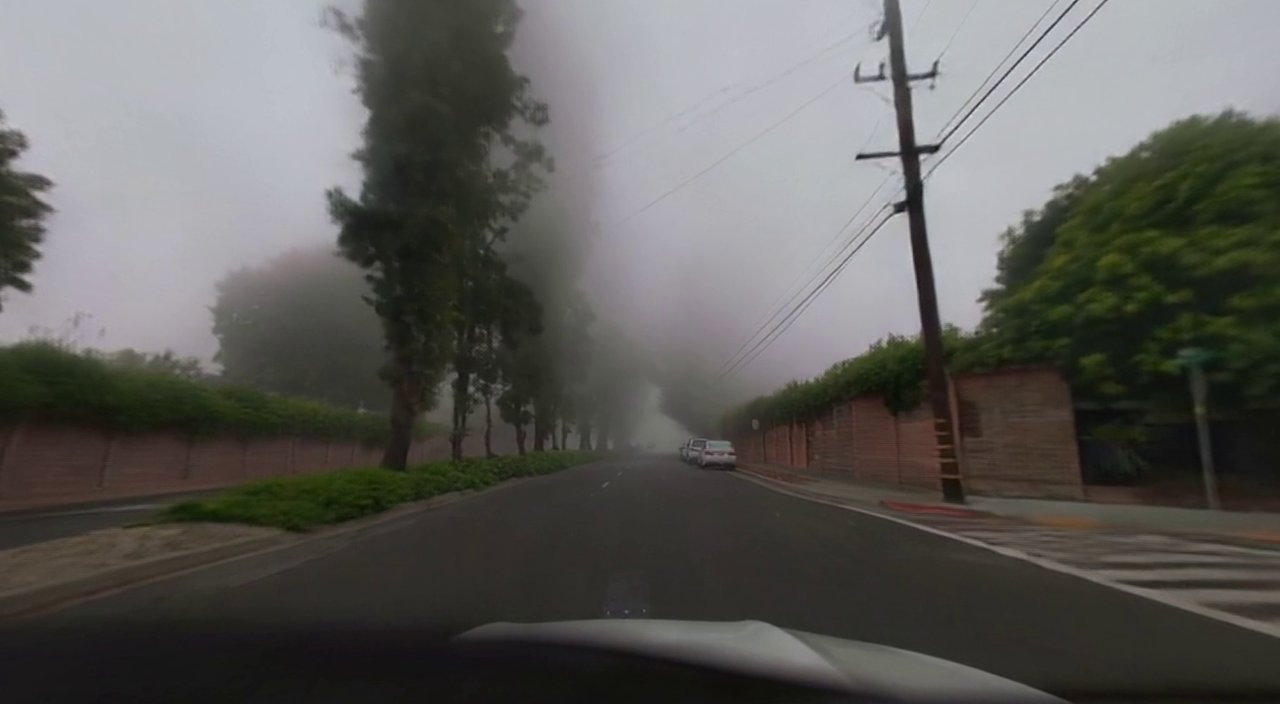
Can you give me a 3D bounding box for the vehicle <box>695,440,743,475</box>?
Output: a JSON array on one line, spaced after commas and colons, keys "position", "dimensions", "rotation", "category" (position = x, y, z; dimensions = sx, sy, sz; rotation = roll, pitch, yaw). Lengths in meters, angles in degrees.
[{"position": [4.136, 5.590, 33.889], "dimensions": [2.048, 1.596, 5.543], "rotation": [2, -8, 2], "category": "vehicle"}]
